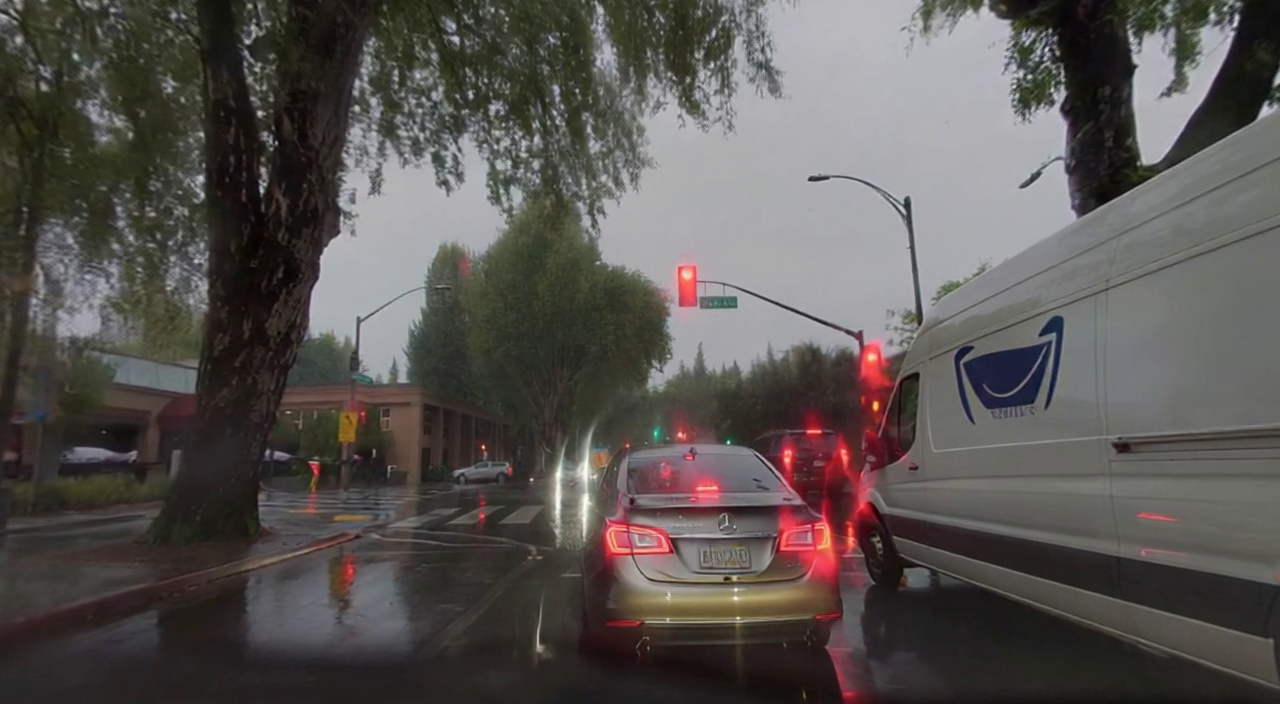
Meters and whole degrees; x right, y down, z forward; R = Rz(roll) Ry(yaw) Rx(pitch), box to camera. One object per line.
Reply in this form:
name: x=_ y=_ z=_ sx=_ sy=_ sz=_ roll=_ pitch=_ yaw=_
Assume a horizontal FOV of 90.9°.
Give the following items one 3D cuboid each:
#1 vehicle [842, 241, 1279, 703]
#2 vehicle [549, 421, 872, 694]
vehicle: x=2.849 y=0.891 z=2.899 sx=2.054 sy=1.965 sz=5.248 roll=1 pitch=-11 yaw=0
vehicle: x=0.393 y=1.590 z=5.729 sx=1.961 sy=1.629 sz=3.610 roll=1 pitch=-11 yaw=-1
